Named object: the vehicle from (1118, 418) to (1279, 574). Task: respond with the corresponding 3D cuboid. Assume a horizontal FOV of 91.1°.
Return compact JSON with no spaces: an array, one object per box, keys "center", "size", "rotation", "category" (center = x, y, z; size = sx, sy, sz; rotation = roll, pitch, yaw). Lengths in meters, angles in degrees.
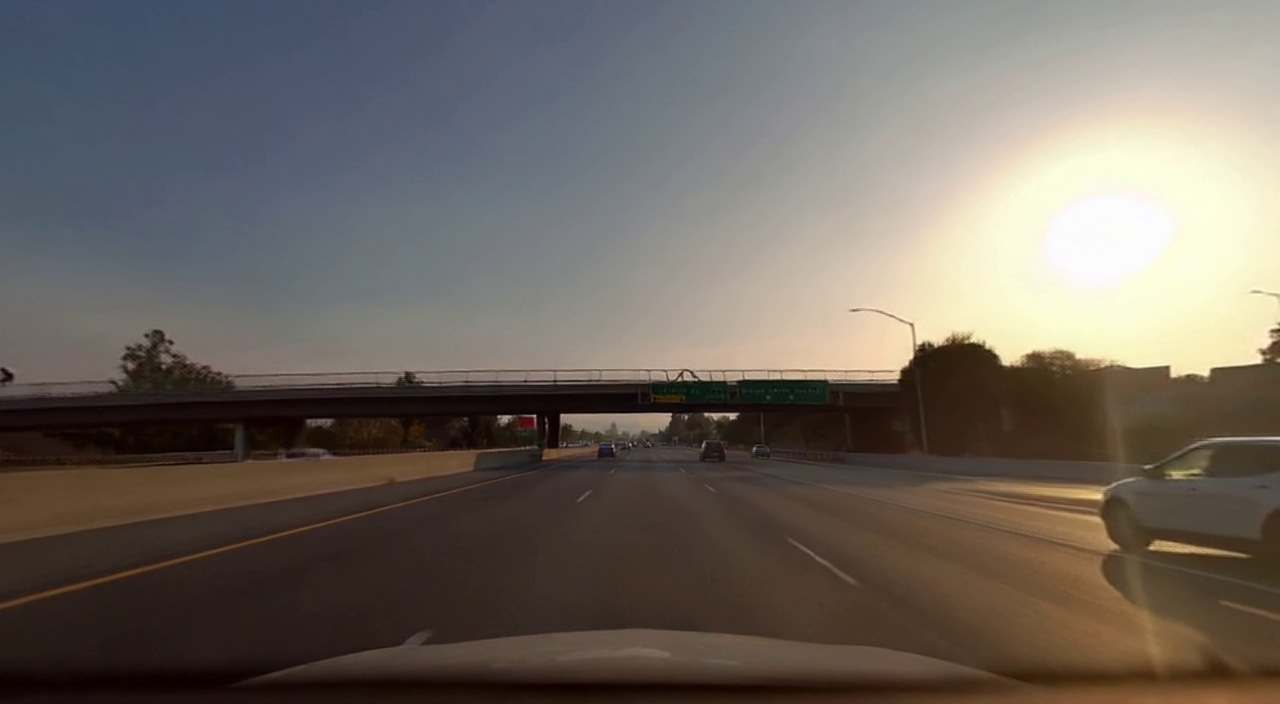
[{"center":[7.661,1.451,6.235],"size":[2.032,1.601,4.863],"rotation":[0,-8,1],"category":"vehicle"}]
